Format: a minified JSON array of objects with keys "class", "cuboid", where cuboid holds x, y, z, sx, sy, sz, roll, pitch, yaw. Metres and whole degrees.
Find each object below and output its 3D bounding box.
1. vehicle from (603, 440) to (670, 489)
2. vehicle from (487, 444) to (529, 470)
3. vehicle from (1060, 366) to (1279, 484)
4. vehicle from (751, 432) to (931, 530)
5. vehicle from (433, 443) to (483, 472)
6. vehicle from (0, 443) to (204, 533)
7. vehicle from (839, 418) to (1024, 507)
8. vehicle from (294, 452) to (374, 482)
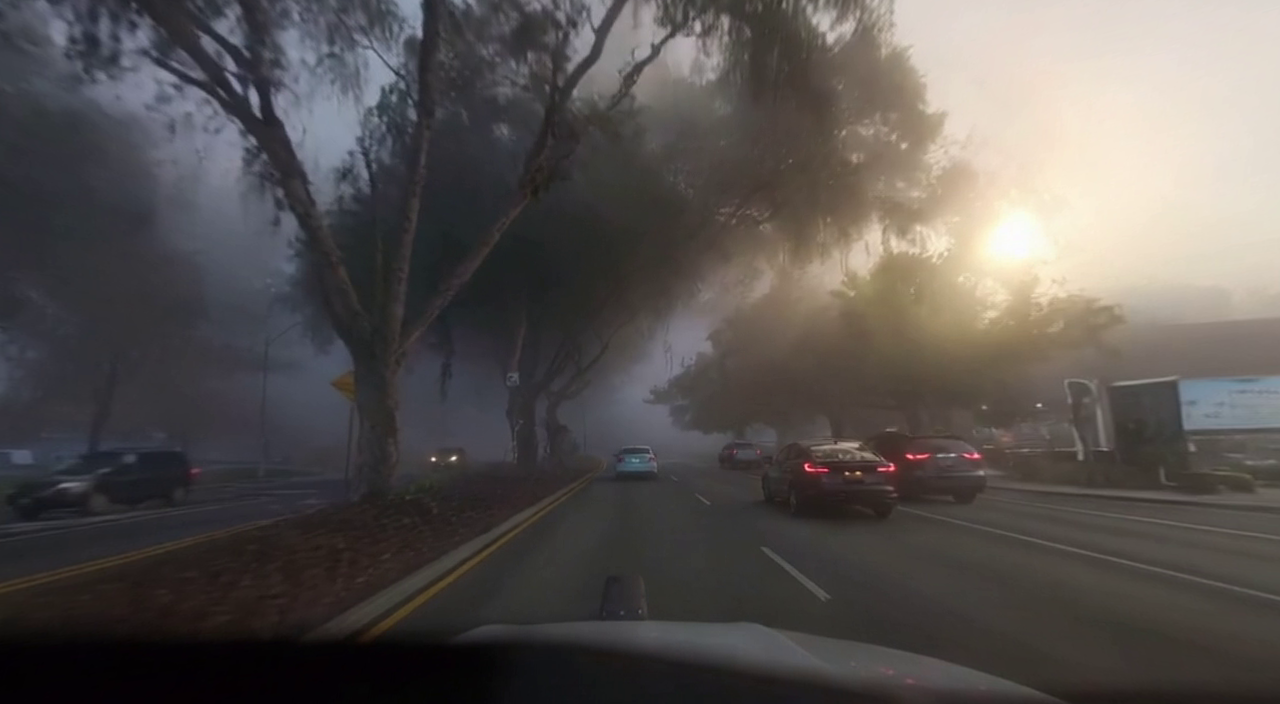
[{"class":"vehicle","cuboid":[-0.143,3.673,20.925,1.994,1.479,3.647,0,-9,-1]},{"class":"vehicle","cuboid":[-8.937,7.152,43.044,1.901,1.655,4.250,0,-9,0]},{"class":"vehicle","cuboid":[18.981,2.383,20.428,8.476,3.508,3.062,0,-9,-1]},{"class":"vehicle","cuboid":[3.421,2.285,11.736,1.858,1.466,4.230,0,-9,-1]},{"class":"vehicle","cuboid":[-12.256,7.142,42.826,2.049,1.824,4.608,0,-9,0]},{"class":"vehicle","cuboid":[-12.448,2.931,14.304,1.954,1.689,4.443,0,-9,0]},{"class":"vehicle","cuboid":[6.773,2.636,15.418,2.134,1.810,4.590,0,-9,-2]},{"class":"vehicle","cuboid":[-16.434,6.186,34.270,1.983,1.477,4.702,0,-9,0]}]
